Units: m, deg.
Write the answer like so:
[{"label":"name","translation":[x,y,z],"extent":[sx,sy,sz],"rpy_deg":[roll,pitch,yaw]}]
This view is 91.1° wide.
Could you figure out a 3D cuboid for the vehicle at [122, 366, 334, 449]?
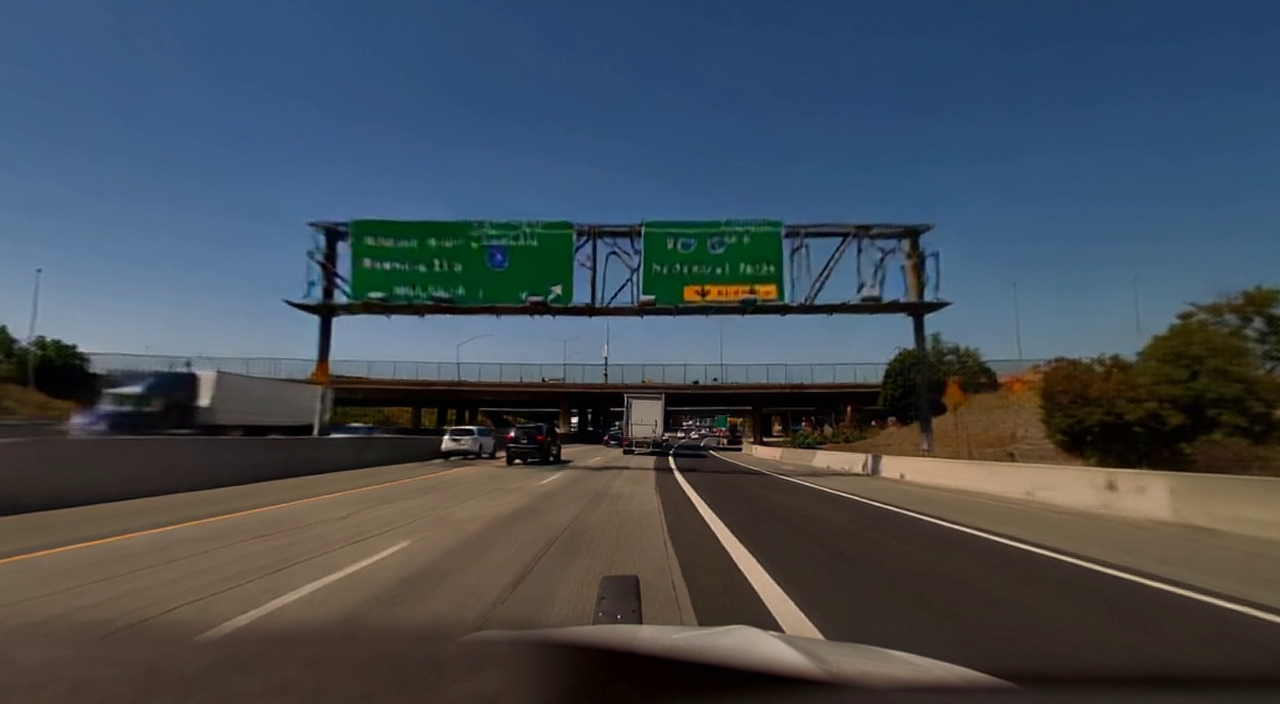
[{"label":"vehicle","translation":[-23.861,3.677,38.219],"extent":[2.960,4.104,14.061],"rpy_deg":[0,-8,2]}]

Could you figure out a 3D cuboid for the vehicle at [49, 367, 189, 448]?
[{"label":"vehicle","translation":[-24.128,2.665,29.339],"extent":[2.853,3.414,3.777],"rpy_deg":[1,-8,5]}]

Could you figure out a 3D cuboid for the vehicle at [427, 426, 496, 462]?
[{"label":"vehicle","translation":[-7.887,4.091,28.194],"extent":[1.845,1.493,3.799],"rpy_deg":[0,-8,2]}]

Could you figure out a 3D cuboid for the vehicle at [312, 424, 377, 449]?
[{"label":"vehicle","translation":[-19.355,5.561,41.391],"extent":[1.893,1.598,4.324],"rpy_deg":[-1,-8,4]}]

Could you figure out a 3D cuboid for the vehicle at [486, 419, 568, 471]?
[{"label":"vehicle","translation":[-4.185,3.516,24.044],"extent":[2.119,1.787,4.655],"rpy_deg":[0,-8,2]}]

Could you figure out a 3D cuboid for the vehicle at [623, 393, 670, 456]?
[{"label":"vehicle","translation":[0.501,5.391,46.044],"extent":[3.024,4.019,10.605],"rpy_deg":[0,-8,1]}]
